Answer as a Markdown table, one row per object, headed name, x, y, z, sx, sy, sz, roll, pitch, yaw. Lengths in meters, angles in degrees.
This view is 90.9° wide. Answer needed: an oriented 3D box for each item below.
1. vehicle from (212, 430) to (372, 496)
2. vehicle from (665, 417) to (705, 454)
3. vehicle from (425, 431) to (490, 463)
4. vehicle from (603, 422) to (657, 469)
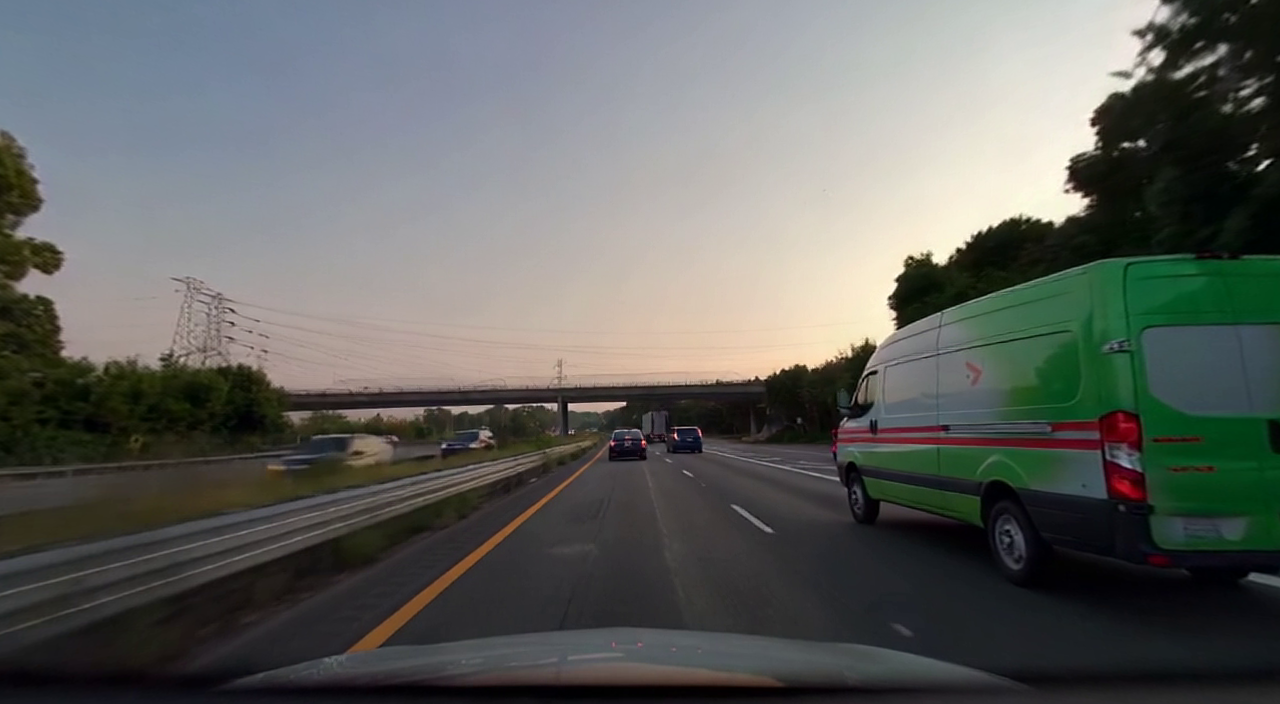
| name | x | y | z | sx | sy | sz | roll | pitch | yaw |
| --- | --- | --- | --- | --- | --- | --- | --- | --- | --- |
| vehicle | -9.250 | 2.946 | 17.236 | 1.992 | 1.566 | 4.223 | 0 | -8 | -1 |
| vehicle | 3.196 | 6.123 | 46.068 | 2.387 | 2.506 | 5.374 | 0 | -8 | -2 |
| vehicle | -9.637 | 5.062 | 33.757 | 2.086 | 1.597 | 4.854 | 0 | -8 | -1 |
| vehicle | -0.450 | 3.837 | 26.004 | 2.073 | 1.750 | 4.116 | 0 | -8 | -2 |
